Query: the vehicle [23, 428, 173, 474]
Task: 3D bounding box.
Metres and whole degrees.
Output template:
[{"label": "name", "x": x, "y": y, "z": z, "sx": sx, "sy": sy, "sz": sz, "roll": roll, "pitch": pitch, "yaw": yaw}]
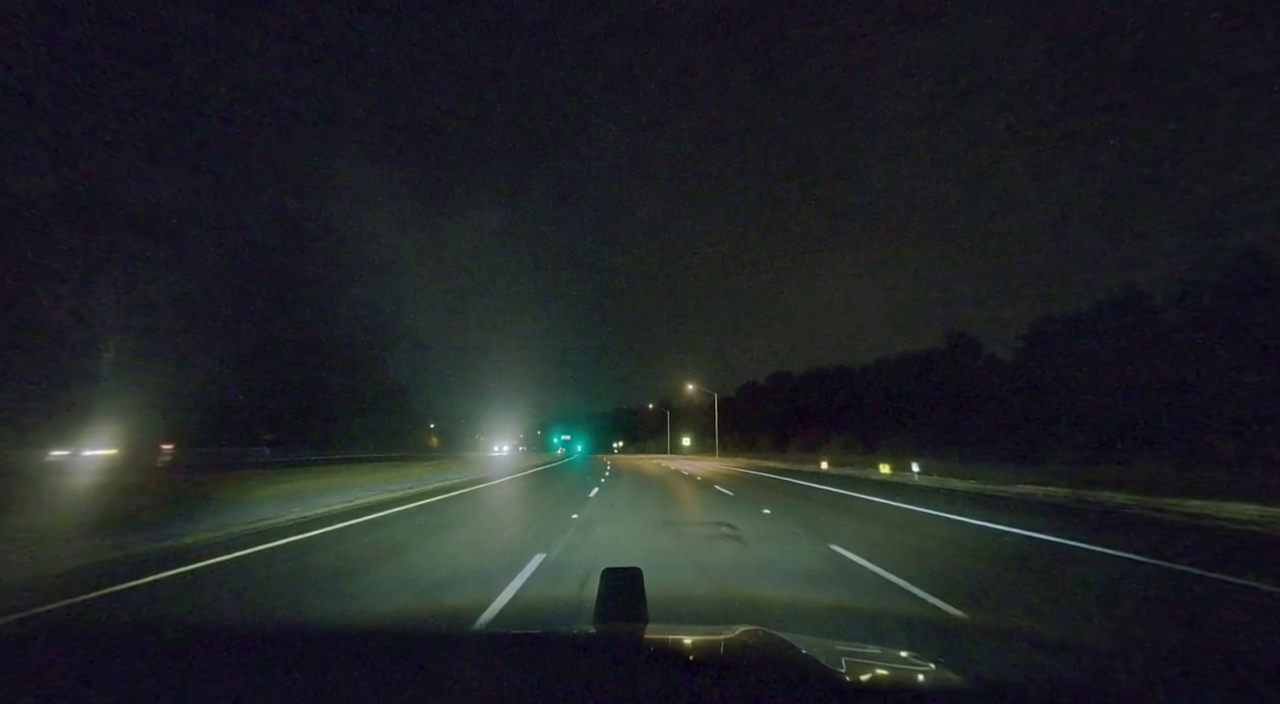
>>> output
[{"label": "vehicle", "x": -23.241, "y": 4.283, "z": 27.272, "sx": 2.093, "sy": 1.798, "sz": 4.981, "roll": 0, "pitch": -9, "yaw": -1}]
